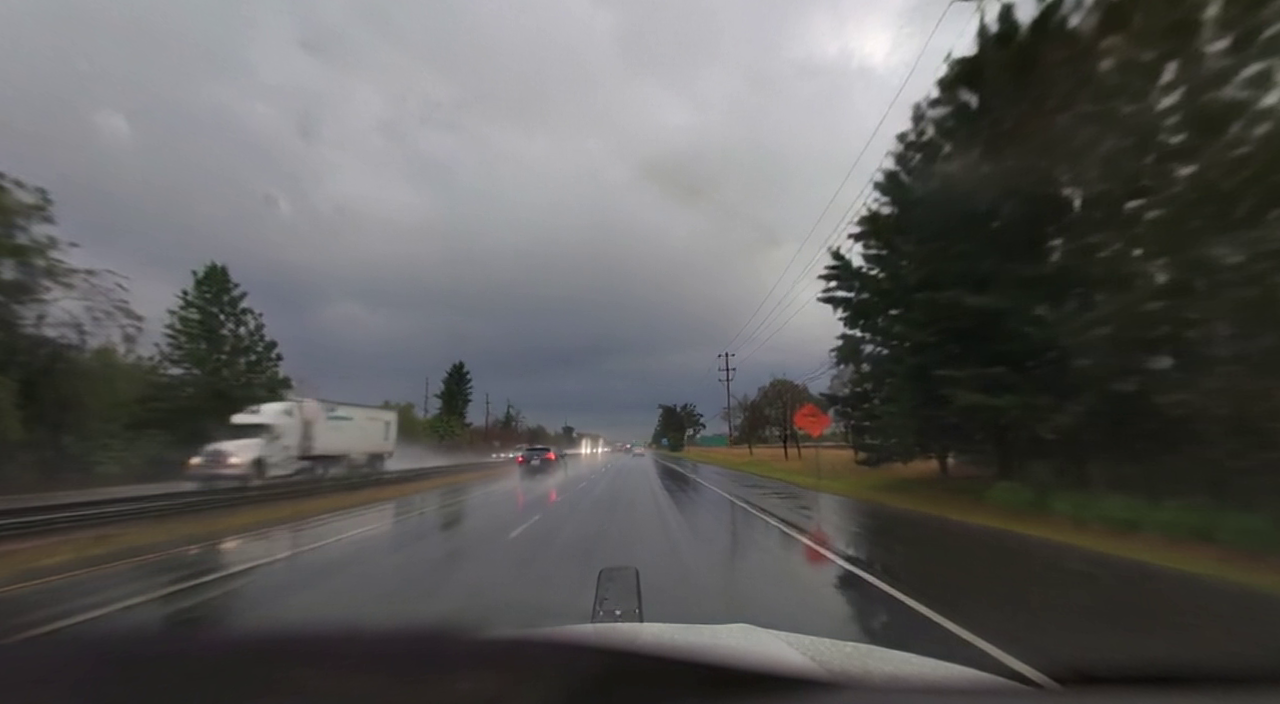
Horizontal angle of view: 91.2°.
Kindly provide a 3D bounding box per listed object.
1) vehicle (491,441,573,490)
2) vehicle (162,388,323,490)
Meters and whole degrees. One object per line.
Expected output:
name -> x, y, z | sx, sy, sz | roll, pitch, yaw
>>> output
vehicle -> -3.703, 3.968, 22.287 | 2.123, 1.545, 4.404 | 0, -9, 0
vehicle -> -17.199, 3.891, 27.762 | 3.057, 3.975, 5.932 | 0, -9, 0
